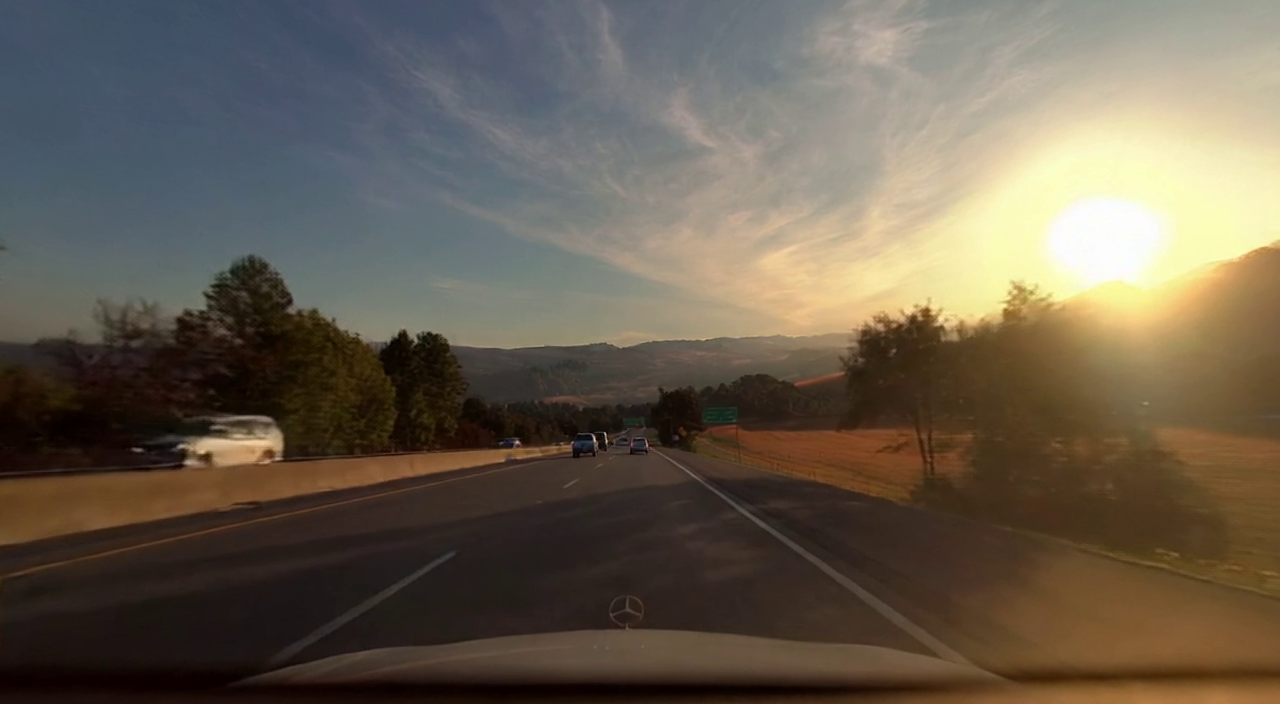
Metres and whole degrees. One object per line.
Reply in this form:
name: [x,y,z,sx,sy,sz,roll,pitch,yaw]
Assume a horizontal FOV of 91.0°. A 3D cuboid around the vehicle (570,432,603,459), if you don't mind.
vehicle: [-4.175,7.362,49.784,2.241,2.034,4.890,0,-8,0]
